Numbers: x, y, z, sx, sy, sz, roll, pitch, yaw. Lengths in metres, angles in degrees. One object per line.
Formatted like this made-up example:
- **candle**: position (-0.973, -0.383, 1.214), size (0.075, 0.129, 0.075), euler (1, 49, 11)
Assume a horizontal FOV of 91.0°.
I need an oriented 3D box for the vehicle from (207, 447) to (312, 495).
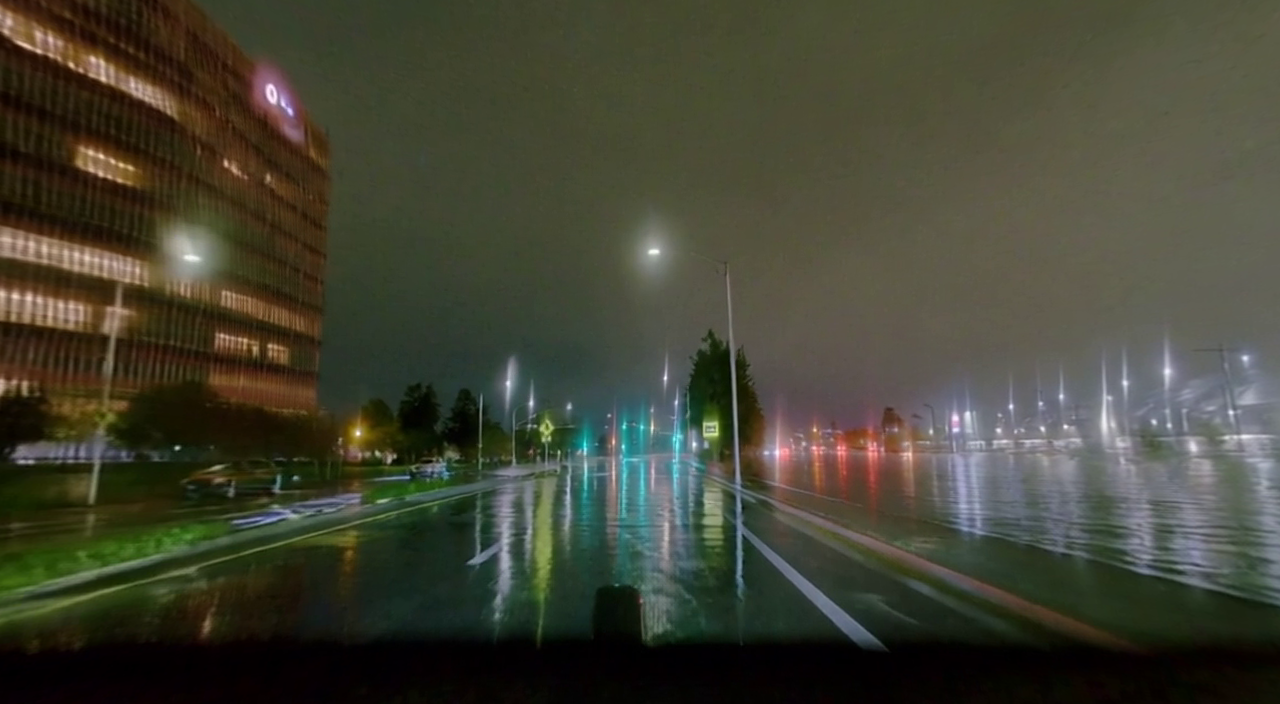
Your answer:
- **vehicle**: position (-18.745, 5.843, 31.389), size (2.047, 1.914, 5.061), euler (-3, -7, 1)
